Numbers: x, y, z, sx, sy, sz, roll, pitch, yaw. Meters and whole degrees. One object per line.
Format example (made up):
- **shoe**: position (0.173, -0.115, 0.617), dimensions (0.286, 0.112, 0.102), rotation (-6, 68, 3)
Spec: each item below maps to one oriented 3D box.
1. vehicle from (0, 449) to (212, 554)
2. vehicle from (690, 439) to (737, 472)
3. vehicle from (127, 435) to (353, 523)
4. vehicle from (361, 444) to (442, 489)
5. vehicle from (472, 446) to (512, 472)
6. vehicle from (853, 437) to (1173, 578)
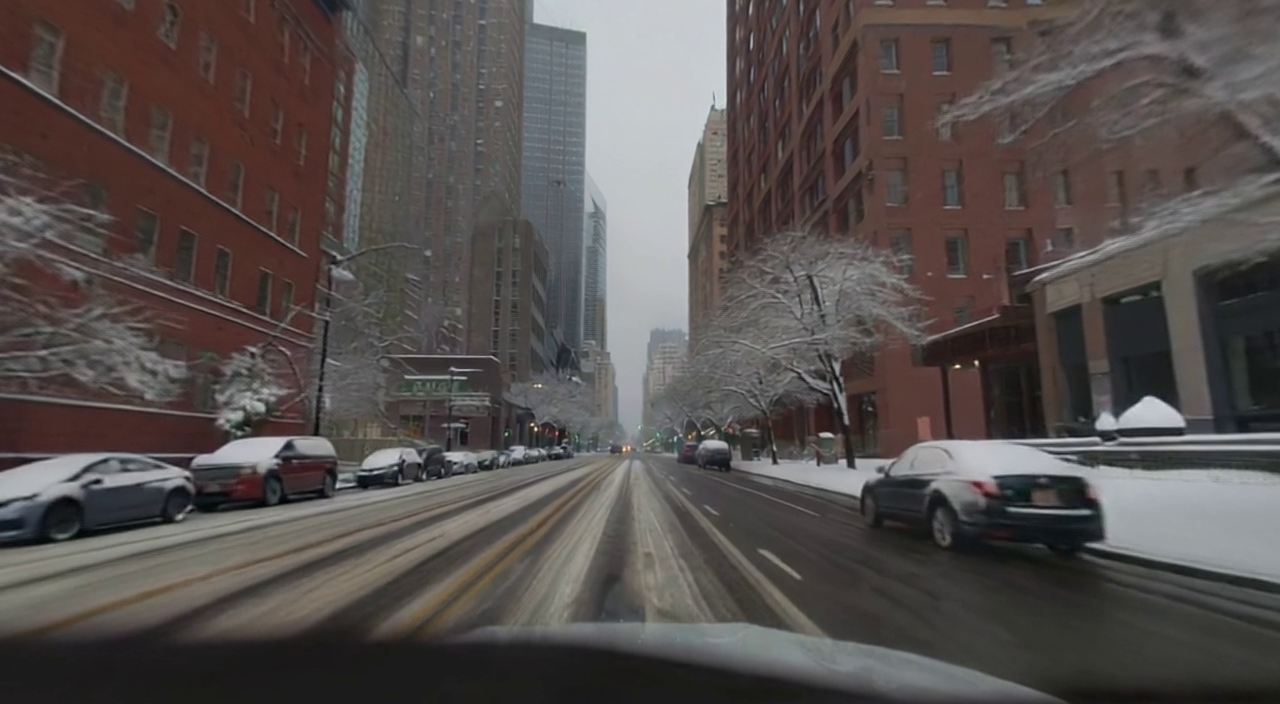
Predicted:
- **vehicle**: position (-11.022, 2.784, 12.404), dimensions (1.992, 1.629, 4.773), rotation (-3, -9, -1)
- **vehicle**: position (4.525, 6.500, 39.733), dimensions (2.237, 1.908, 5.320), rotation (1, -9, -1)
- **vehicle**: position (-10.931, 3.515, 18.194), dimensions (2.574, 1.922, 6.292), rotation (-3, -9, -1)
- **vehicle**: position (-11.397, 5.479, 30.629), dimensions (1.970, 1.828, 5.519), rotation (-3, -9, -2)
- **vehicle**: position (-11.396, 8.288, 48.850), dimensions (2.039, 1.770, 4.445), rotation (-3, -10, -1)
- **vehicle**: position (4.892, 2.065, 9.295), dimensions (1.929, 1.522, 4.543), rotation (0, -9, 0)
